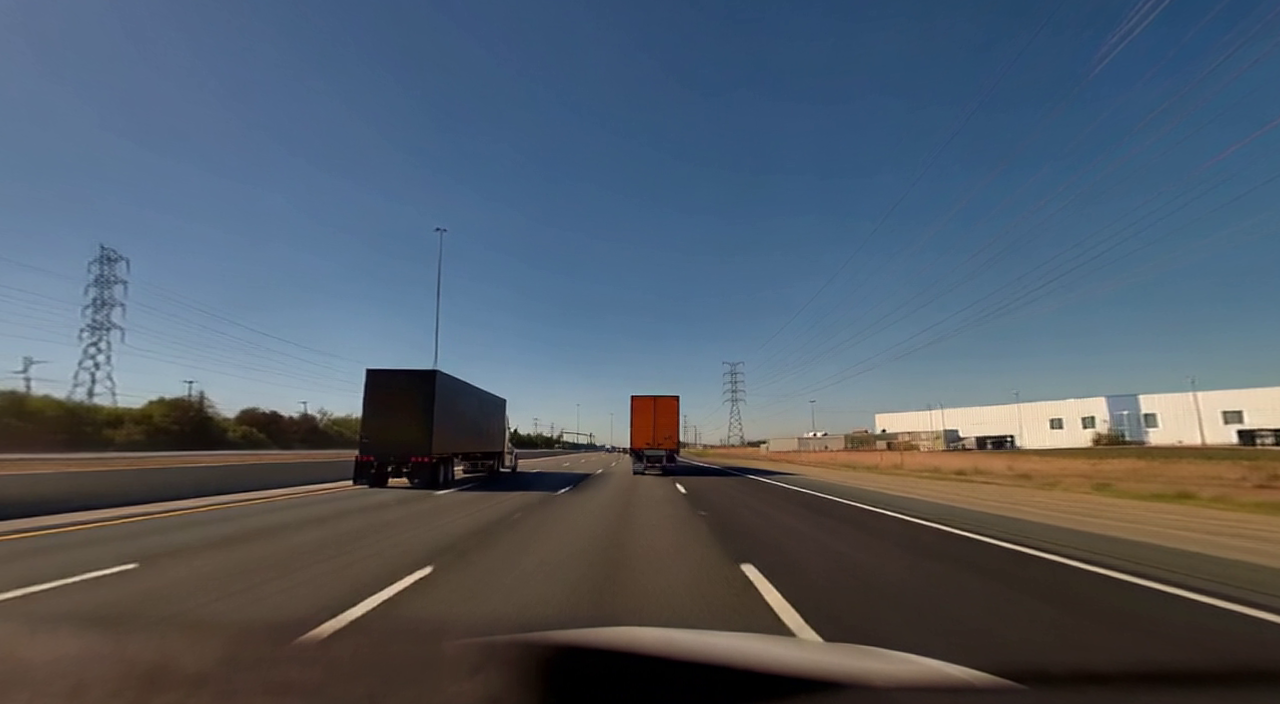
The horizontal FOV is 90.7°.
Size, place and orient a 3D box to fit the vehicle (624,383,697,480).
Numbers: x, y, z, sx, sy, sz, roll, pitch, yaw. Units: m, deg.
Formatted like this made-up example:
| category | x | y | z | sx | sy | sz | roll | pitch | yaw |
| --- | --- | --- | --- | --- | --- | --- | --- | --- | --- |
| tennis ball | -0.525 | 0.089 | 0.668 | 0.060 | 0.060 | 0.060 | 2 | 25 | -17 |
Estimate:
| category | x | y | z | sx | sy | sz | roll | pitch | yaw |
| --- | --- | --- | --- | --- | --- | --- | --- | --- | --- |
| vehicle | 0.801 | 3.909 | 30.300 | 2.858 | 3.847 | 10.034 | 0 | -9 | 0 |

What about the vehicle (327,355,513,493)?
| category | x | y | z | sx | sy | sz | roll | pitch | yaw |
| --- | --- | --- | --- | --- | --- | --- | --- | --- | --- |
| vehicle | -7.504 | 2.901 | 23.994 | 2.937 | 3.981 | 11.119 | -1 | -8 | 1 |
